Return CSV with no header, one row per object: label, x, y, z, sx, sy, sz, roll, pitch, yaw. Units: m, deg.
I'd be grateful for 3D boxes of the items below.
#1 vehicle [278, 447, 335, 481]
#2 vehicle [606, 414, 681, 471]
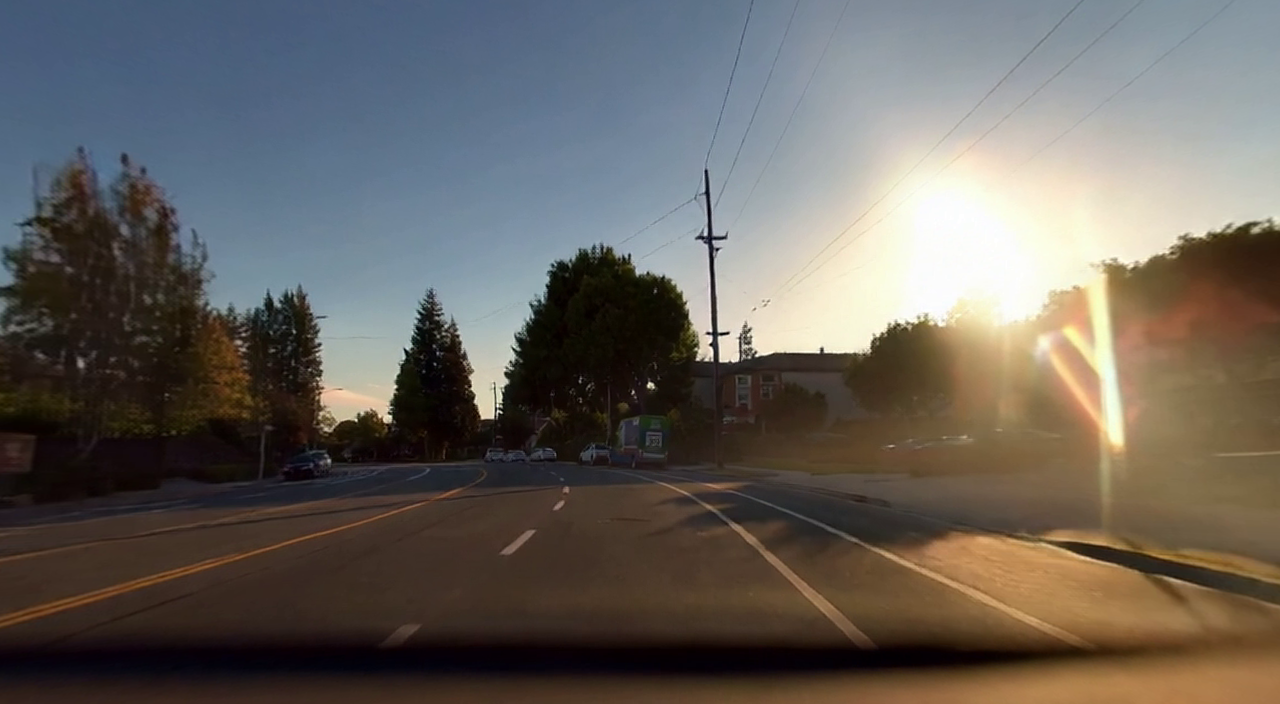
vehicle,-19.497,6.515,36.867,1.976,1.797,4.249,2,-9,-16
vehicle,0.050,5.913,41.059,2.918,3.319,7.595,2,-9,-15
